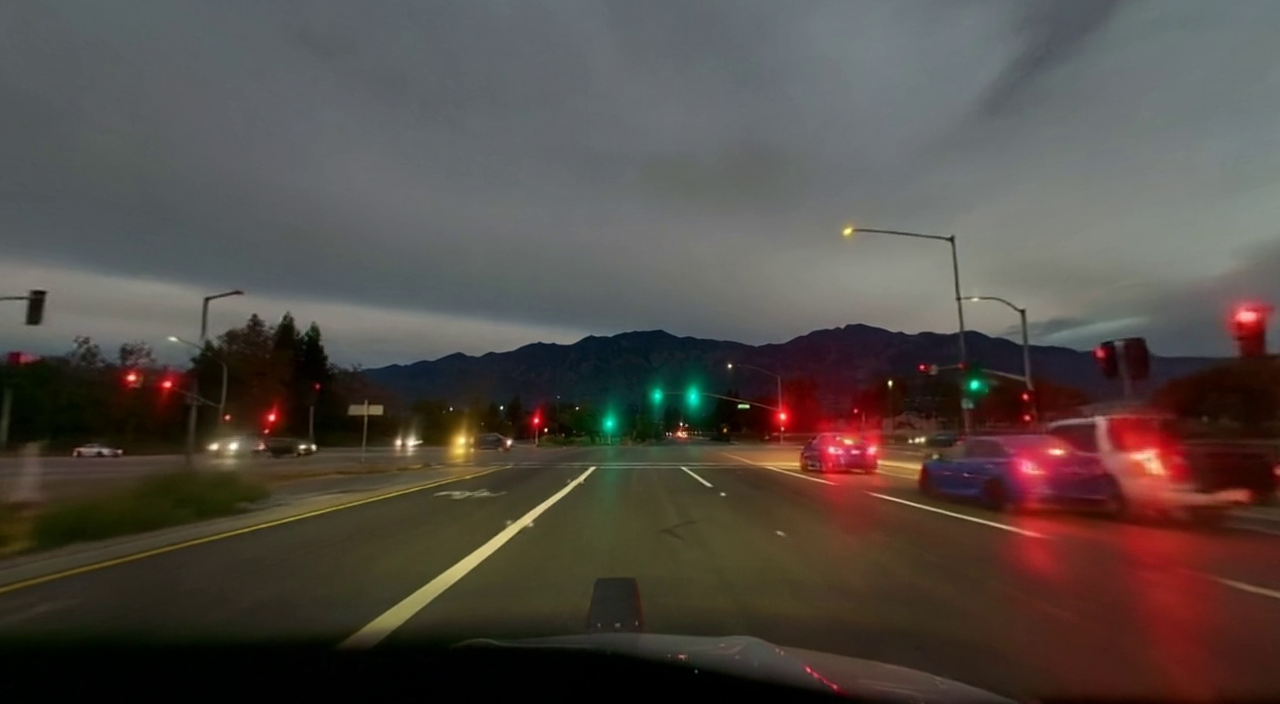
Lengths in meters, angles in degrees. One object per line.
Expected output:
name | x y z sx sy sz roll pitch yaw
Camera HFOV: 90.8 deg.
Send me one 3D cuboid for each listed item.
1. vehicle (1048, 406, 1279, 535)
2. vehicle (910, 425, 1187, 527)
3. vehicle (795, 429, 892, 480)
vehicle | 9.663 1.981 11.084 1.977 1.773 4.646 0 -8 2
vehicle | 6.978 2.155 11.599 1.990 1.480 4.624 0 -8 0
vehicle | 6.978 3.560 22.228 1.899 1.570 4.666 0 -8 0
